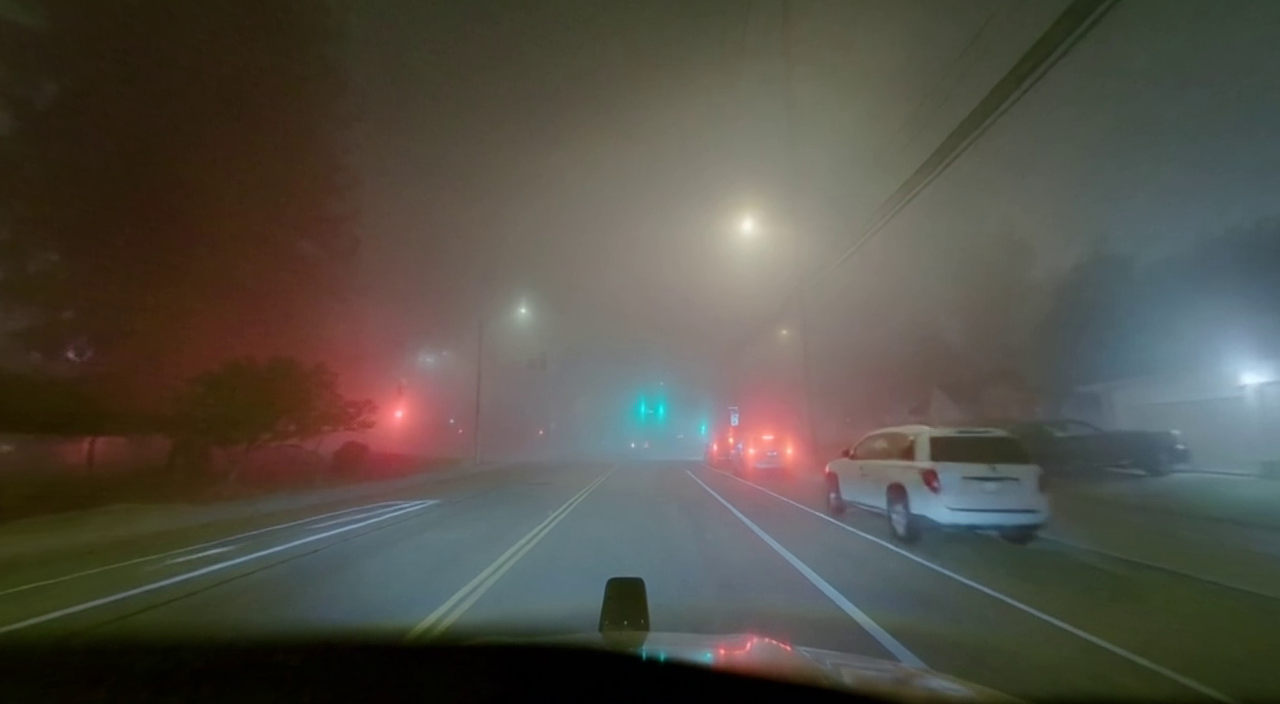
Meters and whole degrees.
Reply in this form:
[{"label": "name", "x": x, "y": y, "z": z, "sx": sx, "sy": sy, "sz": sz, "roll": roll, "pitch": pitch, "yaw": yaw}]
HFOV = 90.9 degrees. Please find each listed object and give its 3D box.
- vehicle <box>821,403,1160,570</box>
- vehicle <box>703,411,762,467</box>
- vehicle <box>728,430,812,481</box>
[{"label": "vehicle", "x": 4.599, "y": 1.844, "z": 9.490, "sx": 2.279, "sy": 1.829, "sz": 4.859, "roll": 0, "pitch": -8, "yaw": 0}, {"label": "vehicle", "x": 4.959, "y": 4.790, "z": 34.614, "sx": 2.398, "sy": 2.806, "sz": 4.857, "roll": 0, "pitch": -8, "yaw": -1}, {"label": "vehicle", "x": 4.777, "y": 3.903, "z": 24.019, "sx": 2.202, "sy": 1.712, "sz": 4.813, "roll": 0, "pitch": -8, "yaw": 0}]
